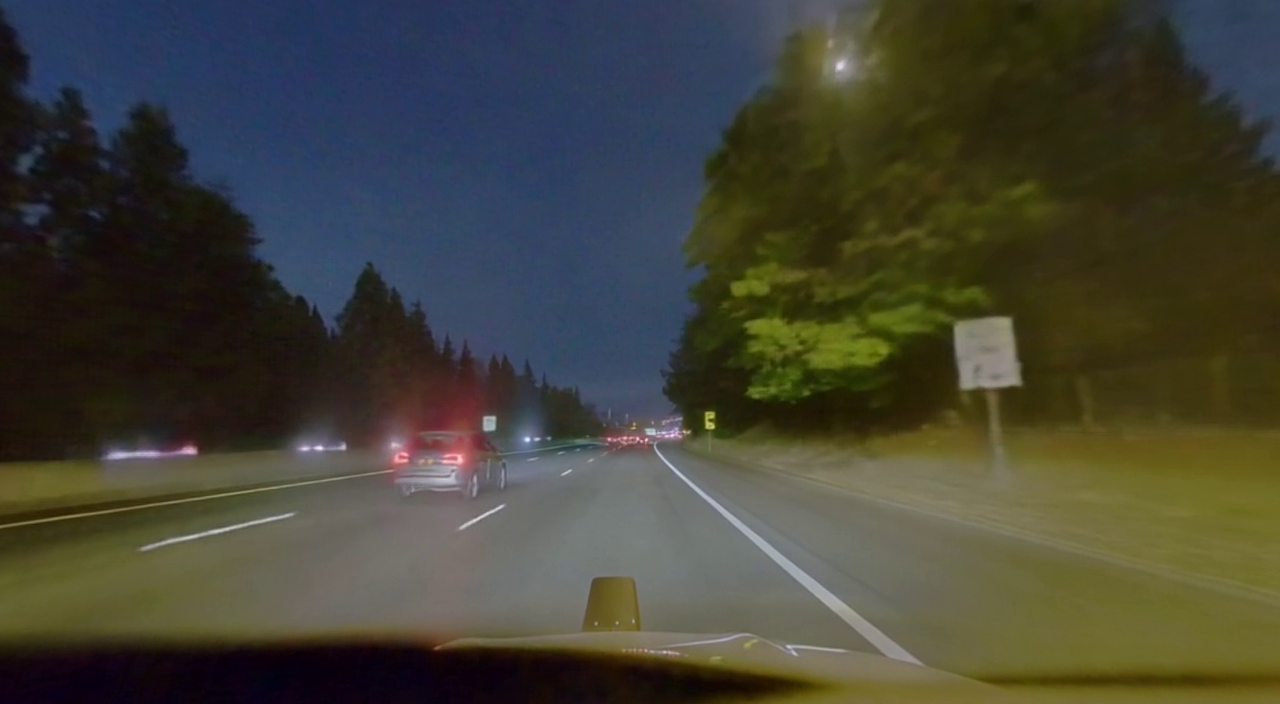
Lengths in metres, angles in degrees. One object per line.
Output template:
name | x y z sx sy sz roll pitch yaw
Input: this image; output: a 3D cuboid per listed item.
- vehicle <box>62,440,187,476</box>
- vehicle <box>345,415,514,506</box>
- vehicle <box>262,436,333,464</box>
vehicle | -24.014 4.919 29.631 1.887 1.503 4.690 0 -8 0
vehicle | -4.217 2.236 13.540 2.052 1.626 4.514 0 -8 0
vehicle | -19.873 5.688 36.743 1.797 1.507 3.975 0 -8 1
